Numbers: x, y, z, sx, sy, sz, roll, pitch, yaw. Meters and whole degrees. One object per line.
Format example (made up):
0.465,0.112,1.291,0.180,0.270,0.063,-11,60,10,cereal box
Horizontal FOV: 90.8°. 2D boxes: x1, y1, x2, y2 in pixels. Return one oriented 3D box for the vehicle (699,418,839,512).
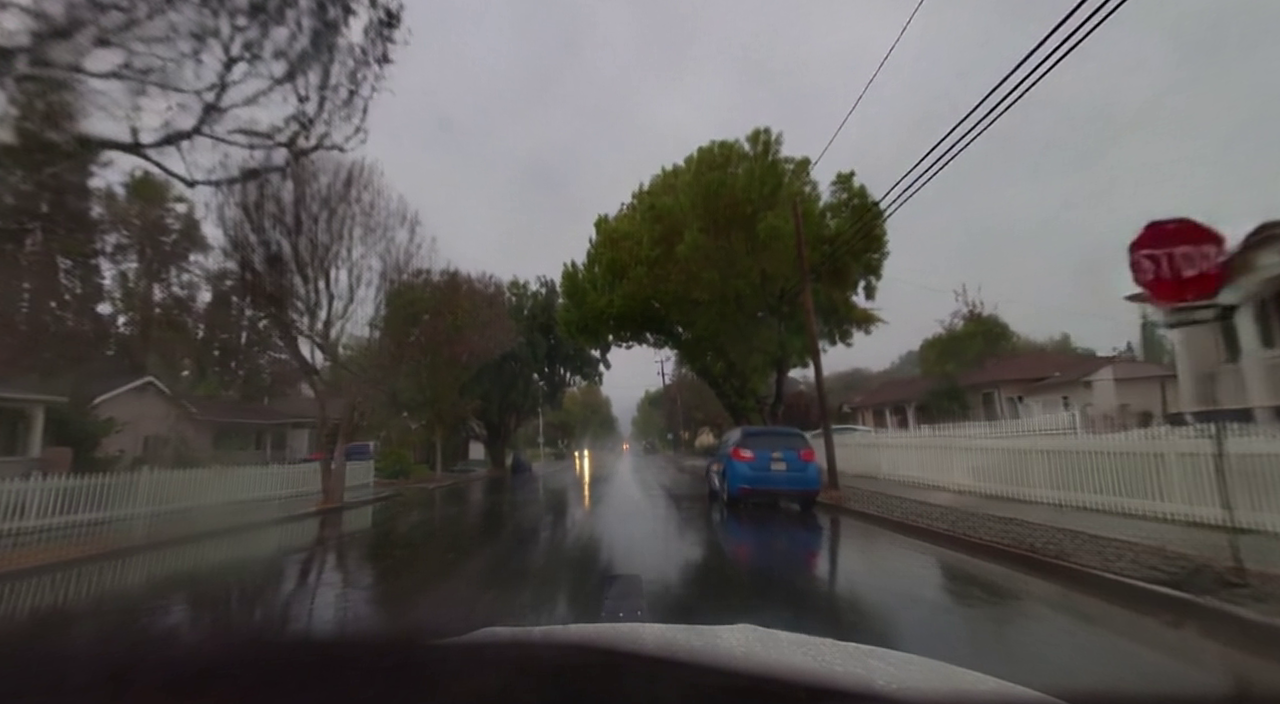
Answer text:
2.703,2.528,14.559,2.126,1.795,4.751,0,-9,-1,vehicle
